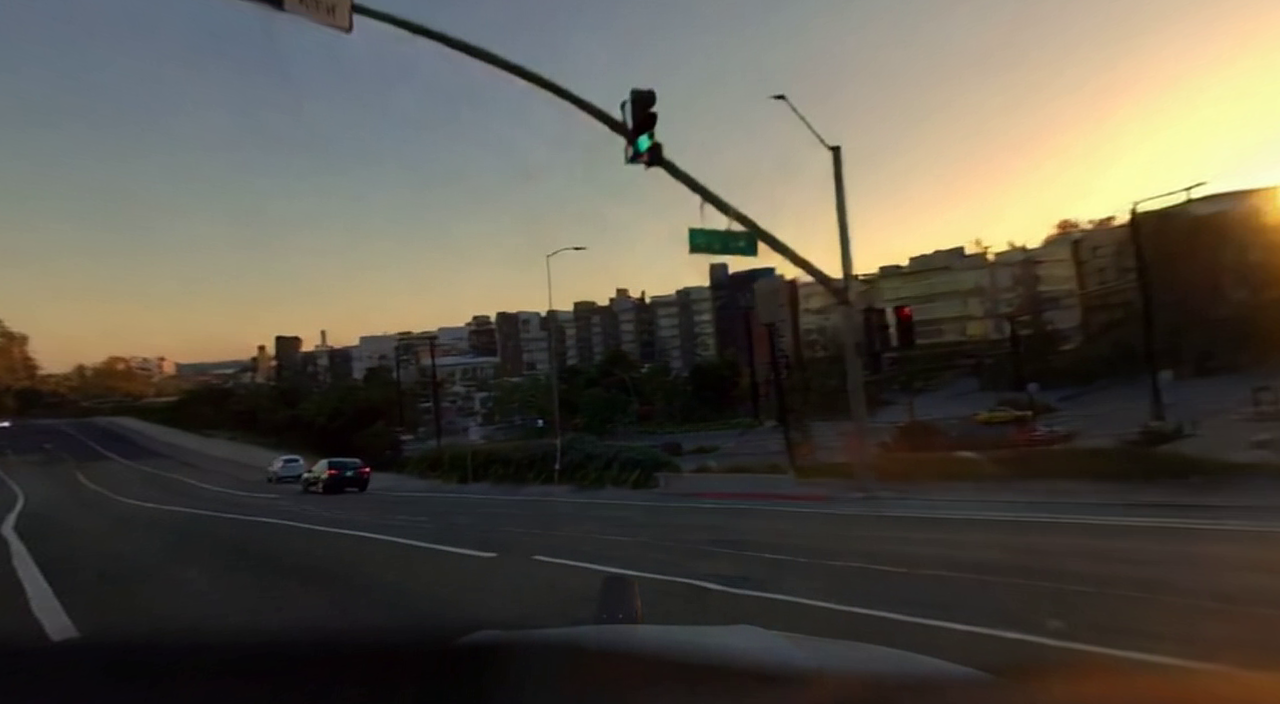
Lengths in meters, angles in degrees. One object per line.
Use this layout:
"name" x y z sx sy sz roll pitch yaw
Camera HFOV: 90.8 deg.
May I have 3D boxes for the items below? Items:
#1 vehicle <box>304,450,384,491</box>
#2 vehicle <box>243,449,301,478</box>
"vehicle" -12.528 4.935 26.635 2.048 1.516 3.874 6 -11 -39
"vehicle" -22.411 6.745 38.424 3.852 1.605 2.007 -8 -11 44
